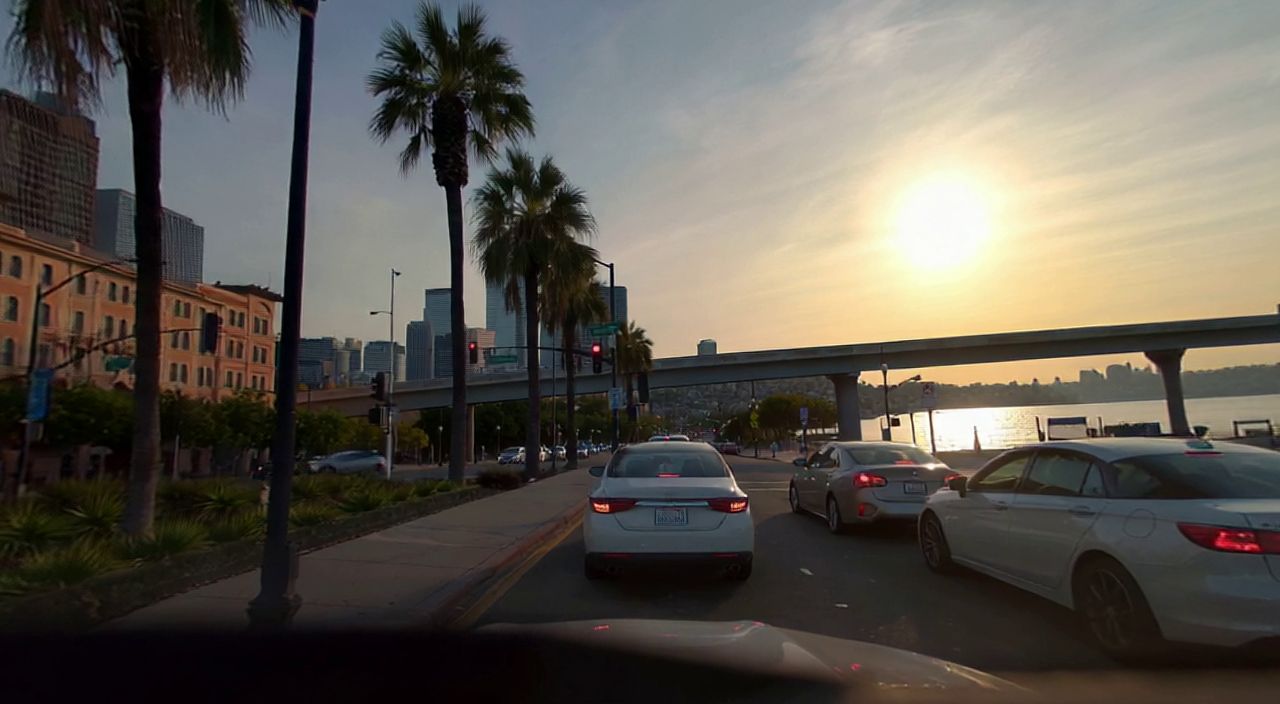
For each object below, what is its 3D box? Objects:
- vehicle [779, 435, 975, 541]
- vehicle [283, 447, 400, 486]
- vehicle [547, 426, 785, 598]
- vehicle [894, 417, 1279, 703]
[{"bbox_3d":[3.885,2.287,11.308,1.920,1.490,4.417,-1,-9,2],"label":"vehicle"},{"bbox_3d":[-13.472,5.143,28.853,2.022,1.604,4.495,-4,-9,24],"label":"vehicle"},{"bbox_3d":[0.255,1.703,7.497,2.093,1.503,3.681,0,-9,1],"label":"vehicle"},{"bbox_3d":[3.911,1.364,5.084,1.913,1.469,4.425,0,-9,0],"label":"vehicle"}]
